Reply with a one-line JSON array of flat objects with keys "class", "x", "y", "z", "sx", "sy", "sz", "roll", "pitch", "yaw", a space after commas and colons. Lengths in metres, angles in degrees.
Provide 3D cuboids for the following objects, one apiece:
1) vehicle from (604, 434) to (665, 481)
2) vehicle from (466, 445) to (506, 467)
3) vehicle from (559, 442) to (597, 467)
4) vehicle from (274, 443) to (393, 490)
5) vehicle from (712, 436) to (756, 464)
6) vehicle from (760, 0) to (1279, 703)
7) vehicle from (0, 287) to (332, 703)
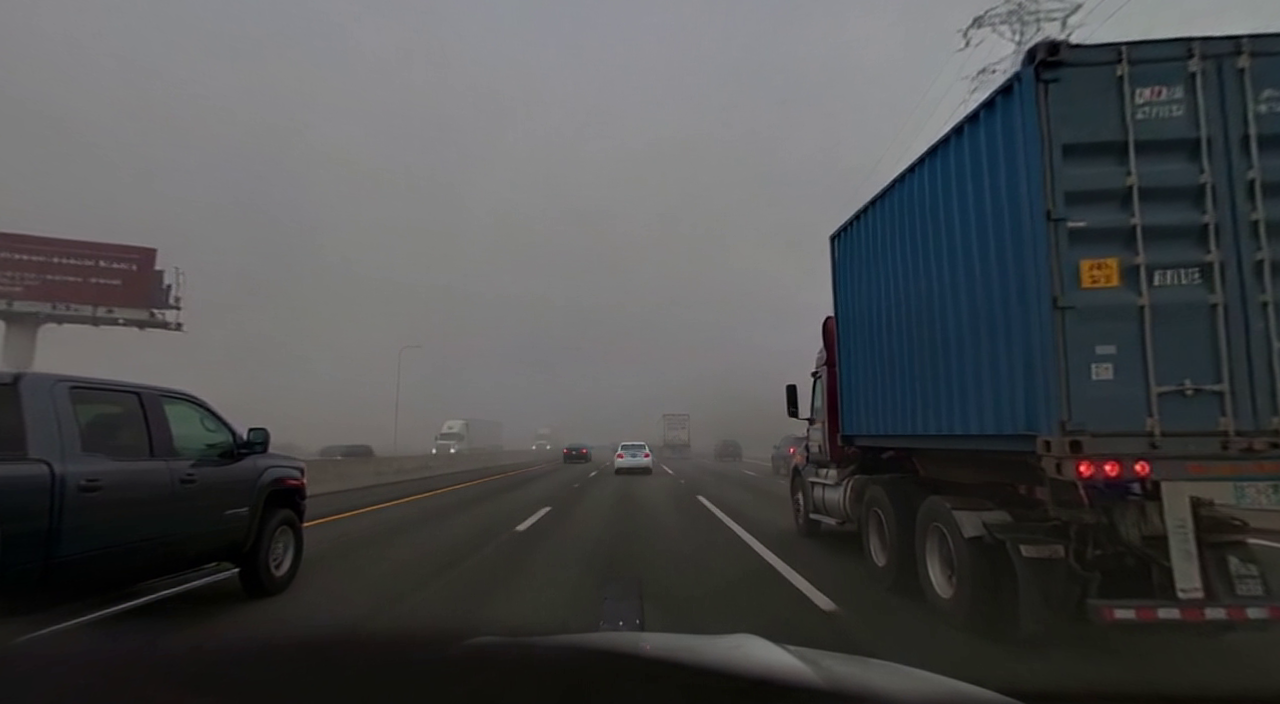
[{"class": "vehicle", "x": -0.211, "y": 4.164, "z": 25.040, "sx": 2.191, "sy": 1.685, "sz": 4.015, "roll": 0, "pitch": -9, "yaw": 0}, {"class": "vehicle", "x": -10.725, "y": 7.284, "z": 44.324, "sx": 1.850, "sy": 1.453, "sz": 3.853, "roll": 0, "pitch": -9, "yaw": 0}, {"class": "vehicle", "x": -3.966, "y": 6.677, "z": 41.328, "sx": 2.025, "sy": 1.498, "sz": 4.675, "roll": 0, "pitch": -9, "yaw": 0}, {"class": "vehicle", "x": -10.869, "y": 4.077, "z": 22.868, "sx": 2.054, "sy": 1.489, "sz": 4.507, "roll": 0, "pitch": -9, "yaw": 0}, {"class": "vehicle", "x": 6.928, "y": 7.298, "z": 47.131, "sx": 2.302, "sy": 1.973, "sz": 5.502, "roll": 0, "pitch": -9, "yaw": -1}, {"class": "vehicle", "x": 3.422, "y": 0.243, "z": 5.542, "sx": 3.013, "sy": 3.940, "sz": 7.933, "roll": 0, "pitch": -9, "yaw": -1}, {"class": "vehicle", "x": -4.114, "y": 0.735, "z": 2.891, "sx": 2.323, "sy": 2.046, "sz": 6.006, "roll": 0, "pitch": -9, "yaw": 1}]
